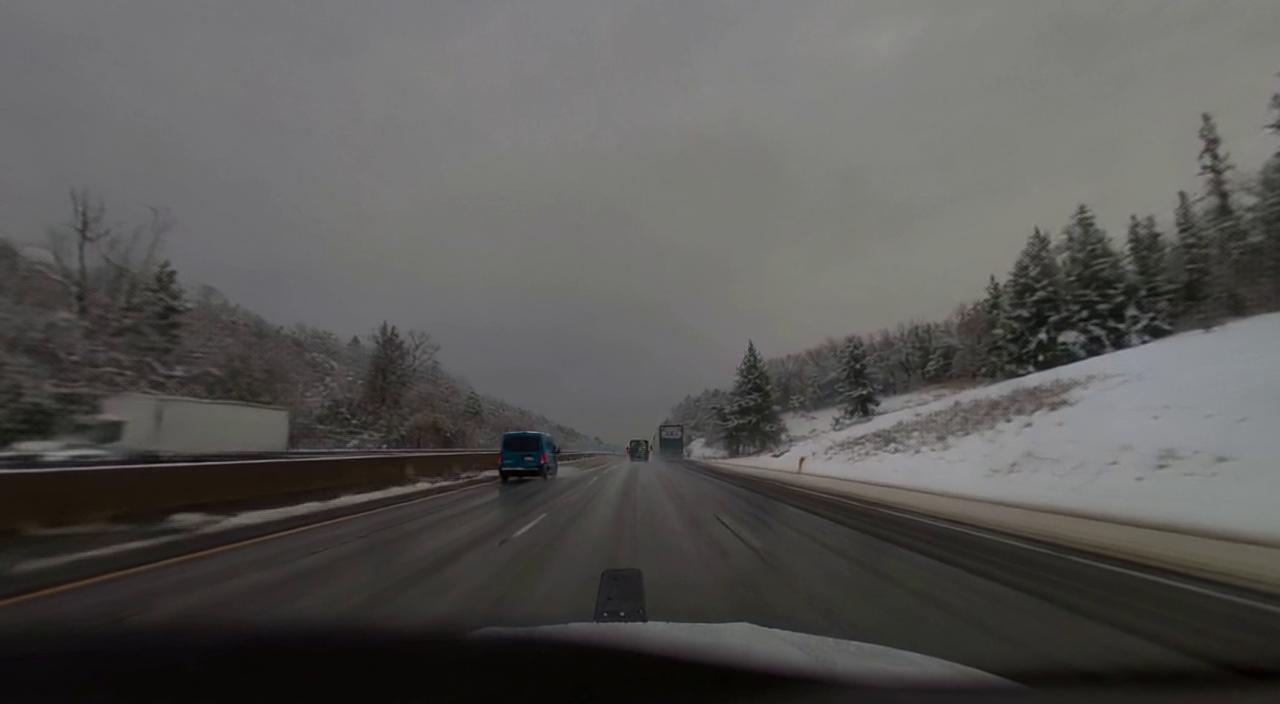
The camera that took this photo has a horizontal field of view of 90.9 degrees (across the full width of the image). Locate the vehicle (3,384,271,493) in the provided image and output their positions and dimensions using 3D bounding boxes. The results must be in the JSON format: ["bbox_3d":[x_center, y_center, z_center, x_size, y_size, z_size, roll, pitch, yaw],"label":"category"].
[{"bbox_3d":[-19.423,3.601,25.647,2.958,3.583,9.528,0,-9,0],"label":"vehicle"}]

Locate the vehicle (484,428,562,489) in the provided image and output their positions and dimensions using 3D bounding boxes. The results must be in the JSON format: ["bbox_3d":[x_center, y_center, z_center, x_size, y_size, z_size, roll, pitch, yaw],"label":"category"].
[{"bbox_3d":[-4.166,3.906,23.309,1.955,2.004,4.792,0,-9,0],"label":"vehicle"}]

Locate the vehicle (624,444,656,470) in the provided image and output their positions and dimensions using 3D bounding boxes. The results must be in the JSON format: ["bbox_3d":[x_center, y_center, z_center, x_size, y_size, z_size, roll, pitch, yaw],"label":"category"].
[{"bbox_3d":[0.004,7.461,45.009,2.166,1.747,4.299,0,-9,0],"label":"vehicle"}]
